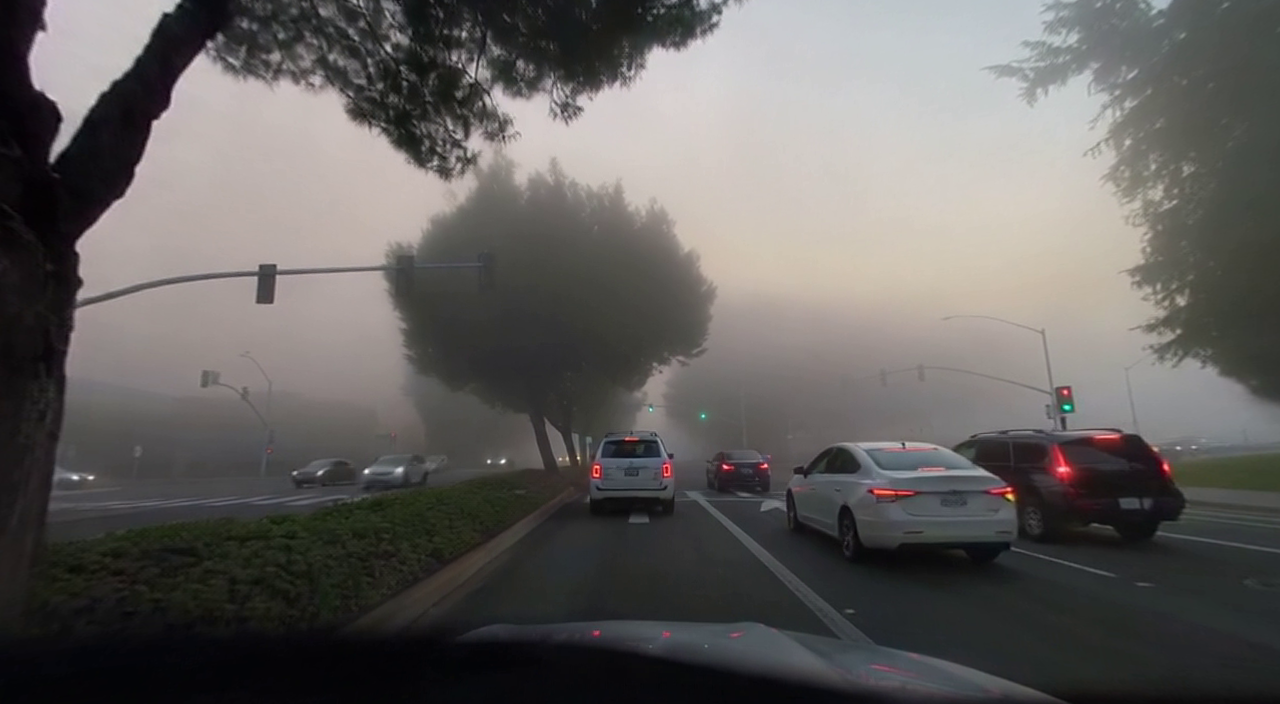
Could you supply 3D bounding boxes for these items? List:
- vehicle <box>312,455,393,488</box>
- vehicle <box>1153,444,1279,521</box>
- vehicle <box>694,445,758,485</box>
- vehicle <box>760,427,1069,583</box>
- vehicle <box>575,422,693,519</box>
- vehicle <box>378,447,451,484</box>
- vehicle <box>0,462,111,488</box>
[{"bbox_3d":[-14.469,6.020,32.100,2.107,1.448,4.179,0,-8,0],"label":"vehicle"},{"bbox_3d":[14.482,2.887,14.193,2.125,1.592,4.428,0,-8,-1],"label":"vehicle"},{"bbox_3d":[3.503,4.697,26.518,2.004,1.523,4.263,0,-8,-1],"label":"vehicle"},{"bbox_3d":[3.254,1.915,8.864,2.034,1.558,4.774,0,-8,-2],"label":"vehicle"},{"bbox_3d":[-0.126,2.592,14.297,2.236,1.827,4.316,0,-8,0],"label":"vehicle"},{"bbox_3d":[-11.154,5.624,31.644,2.032,1.671,4.316,0,-8,0],"label":"vehicle"},{"bbox_3d":[-35.110,7.325,37.824,4.845,1.442,1.880,2,-9,-13],"label":"vehicle"}]
